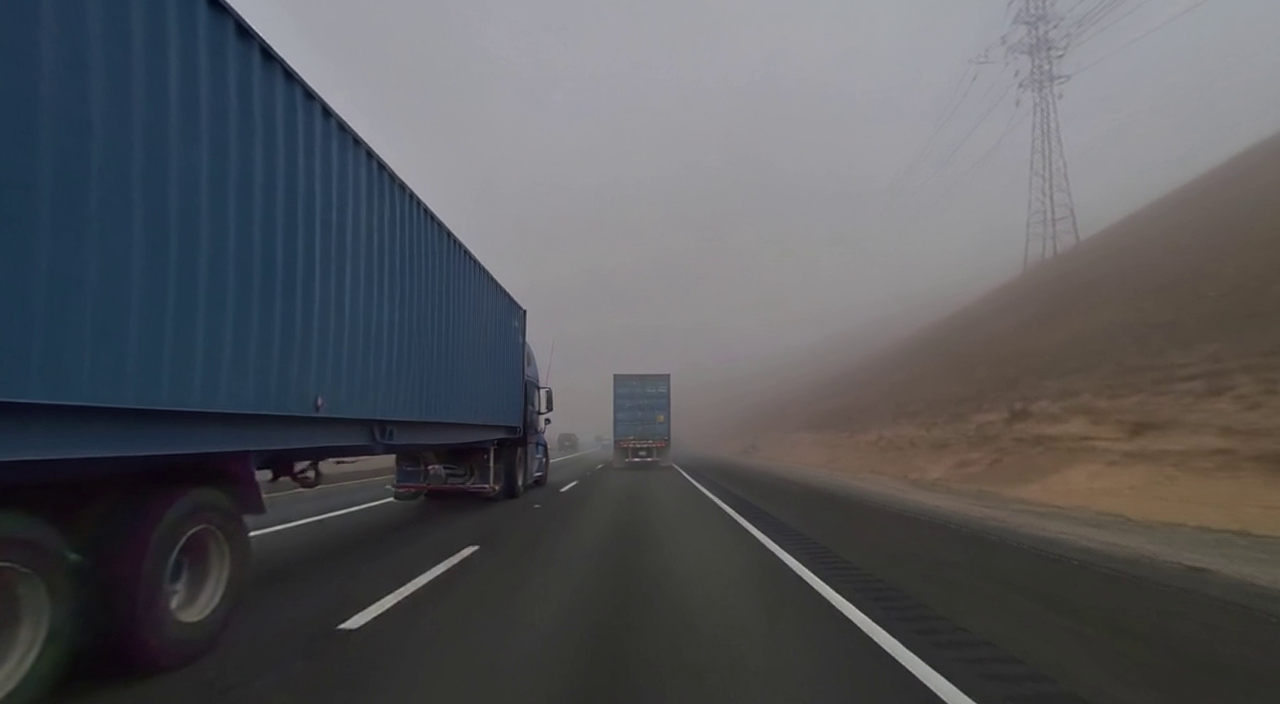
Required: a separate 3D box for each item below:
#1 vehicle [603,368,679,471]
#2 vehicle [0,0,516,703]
[{"bbox_3d":[-0.043,3.488,30.867,3.006,4.120,11.586,0,-8,-1],"label":"vehicle"},{"bbox_3d":[-4.127,0.024,5.504,3.065,4.105,13.706,0,-8,1],"label":"vehicle"}]
